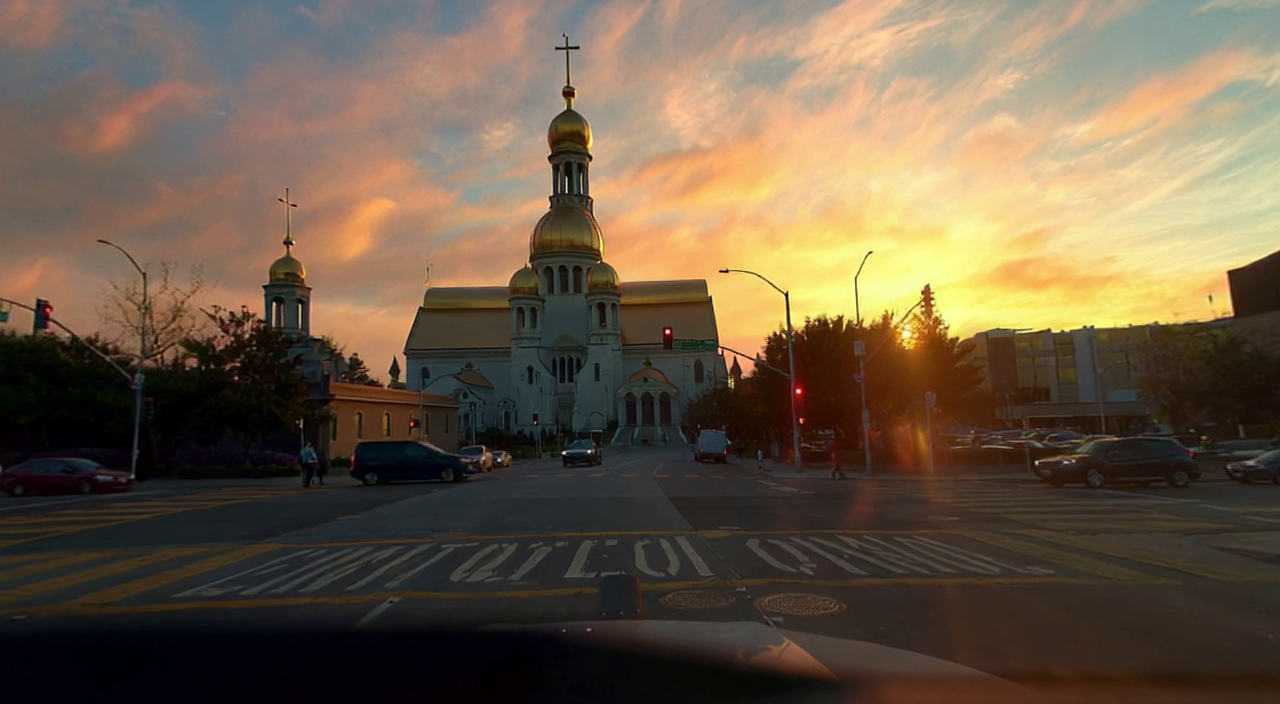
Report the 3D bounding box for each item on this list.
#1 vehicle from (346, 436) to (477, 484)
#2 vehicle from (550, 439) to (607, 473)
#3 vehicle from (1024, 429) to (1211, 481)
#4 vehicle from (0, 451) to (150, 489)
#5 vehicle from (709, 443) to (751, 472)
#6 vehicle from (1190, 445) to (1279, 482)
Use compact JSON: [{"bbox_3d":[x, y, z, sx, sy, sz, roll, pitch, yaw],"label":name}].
[{"bbox_3d":[-8.831,4.175,24.717,4.567,1.724,2.051,3,-9,-18],"label":"vehicle"},{"bbox_3d":[-3.293,5.747,35.126,2.223,1.692,4.688,-1,-9,6],"label":"vehicle"},{"bbox_3d":[19.877,4.320,26.566,5.852,2.057,2.361,0,-8,1],"label":"vehicle"},{"bbox_3d":[-23.374,4.858,26.218,4.479,1.476,1.873,0,-8,2],"label":"vehicle"},{"bbox_3d":[5.823,6.860,41.488,1.969,1.776,4.329,0,-8,-2],"label":"vehicle"},{"bbox_3d":[26.383,4.684,26.669,4.561,1.475,1.850,0,-8,0],"label":"vehicle"}]
